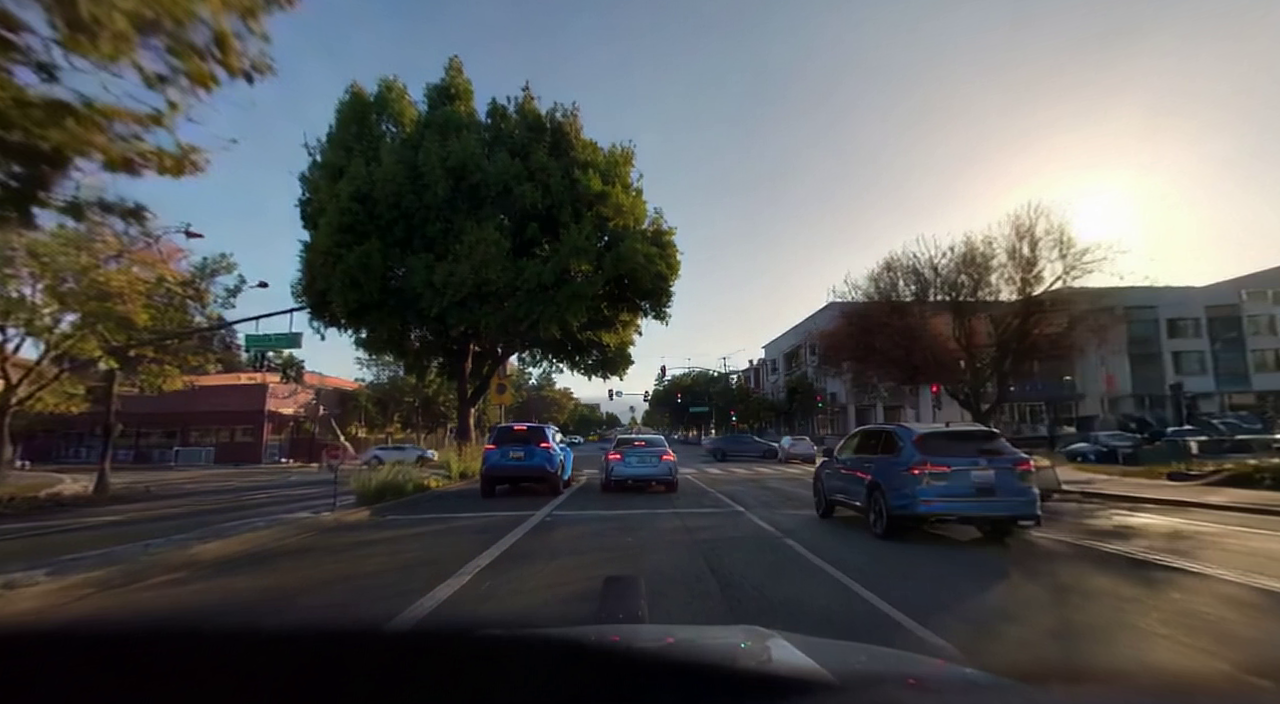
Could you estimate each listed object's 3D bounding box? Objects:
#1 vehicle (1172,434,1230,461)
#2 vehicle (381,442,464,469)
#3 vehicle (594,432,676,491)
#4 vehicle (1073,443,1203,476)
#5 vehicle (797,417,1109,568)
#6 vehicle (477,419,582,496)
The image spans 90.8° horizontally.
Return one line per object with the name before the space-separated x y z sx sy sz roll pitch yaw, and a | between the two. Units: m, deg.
vehicle | 33.591 5.737 37.897 2.099 1.506 3.818 -6 -10 35
vehicle | -13.486 6.425 39.288 4.561 1.588 1.832 4 -10 -29
vehicle | -0.139 3.086 18.140 2.097 1.480 4.006 0 -8 0
vehicle | 23.108 4.982 29.443 4.368 1.448 1.876 -1 -8 2
vehicle | 3.663 1.720 8.520 1.861 1.473 4.393 0 -8 -2
vehicle | -2.853 2.872 17.541 2.064 1.825 4.760 0 -8 0
